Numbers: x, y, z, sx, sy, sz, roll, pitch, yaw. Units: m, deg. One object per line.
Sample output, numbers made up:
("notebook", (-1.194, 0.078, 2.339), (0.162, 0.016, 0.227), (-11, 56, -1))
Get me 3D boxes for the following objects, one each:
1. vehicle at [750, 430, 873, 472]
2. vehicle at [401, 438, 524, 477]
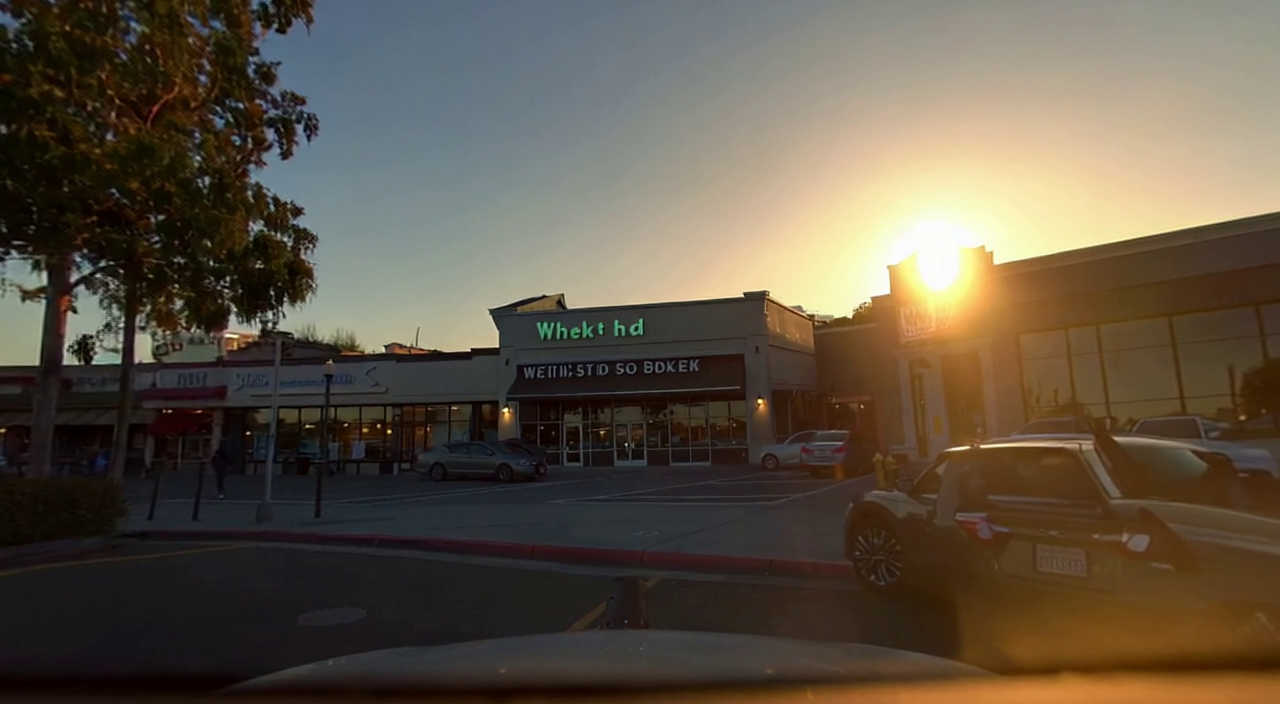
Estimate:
("vehicle", (7.278, 4.194, 26.841), (4.706, 1.663, 1.993), (-4, -9, 25))
("vehicle", (-7.770, 4.612, 27.767), (4.814, 1.618, 1.869), (-2, -9, 11))
